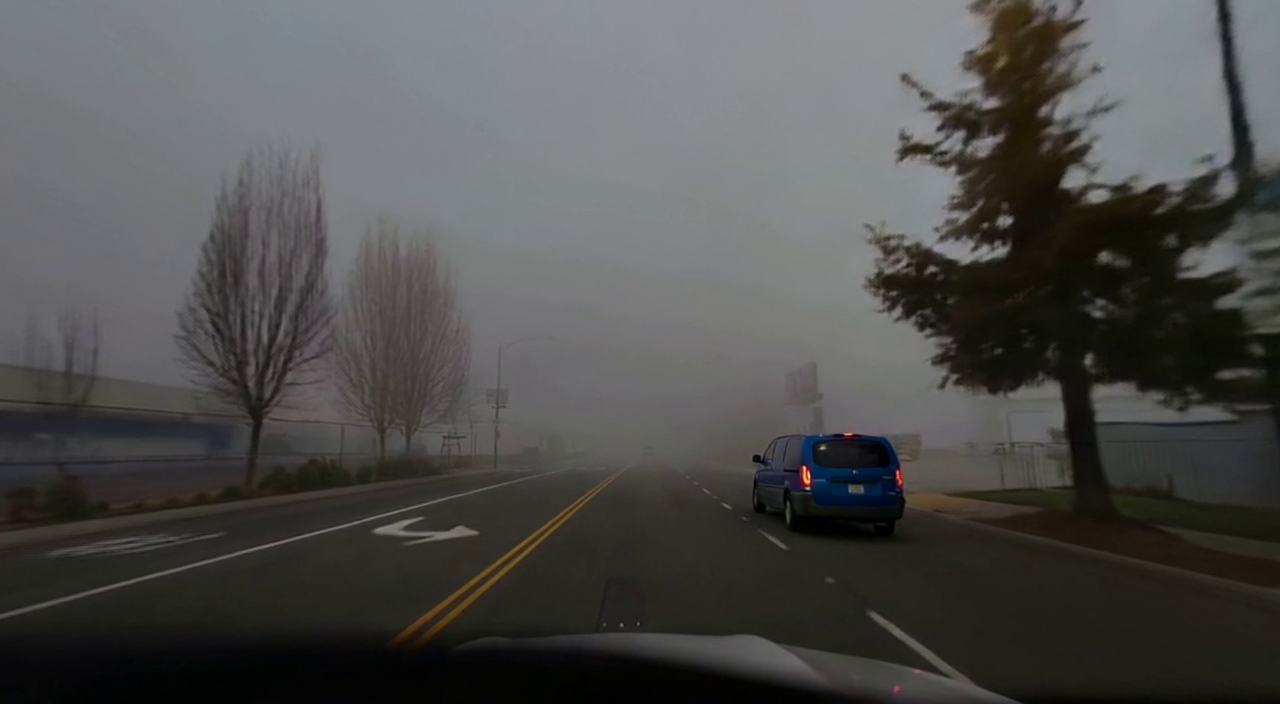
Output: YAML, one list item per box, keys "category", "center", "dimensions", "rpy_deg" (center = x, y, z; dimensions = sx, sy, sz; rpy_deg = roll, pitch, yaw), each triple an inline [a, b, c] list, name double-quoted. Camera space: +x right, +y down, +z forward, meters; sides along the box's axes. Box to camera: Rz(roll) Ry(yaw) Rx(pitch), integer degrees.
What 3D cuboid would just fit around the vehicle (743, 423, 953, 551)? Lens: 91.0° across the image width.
- category: "vehicle"
  center: [3.415, 2.319, 11.590]
  dimensions: [2.202, 1.822, 4.826]
  rpy_deg: [0, -8, 0]
